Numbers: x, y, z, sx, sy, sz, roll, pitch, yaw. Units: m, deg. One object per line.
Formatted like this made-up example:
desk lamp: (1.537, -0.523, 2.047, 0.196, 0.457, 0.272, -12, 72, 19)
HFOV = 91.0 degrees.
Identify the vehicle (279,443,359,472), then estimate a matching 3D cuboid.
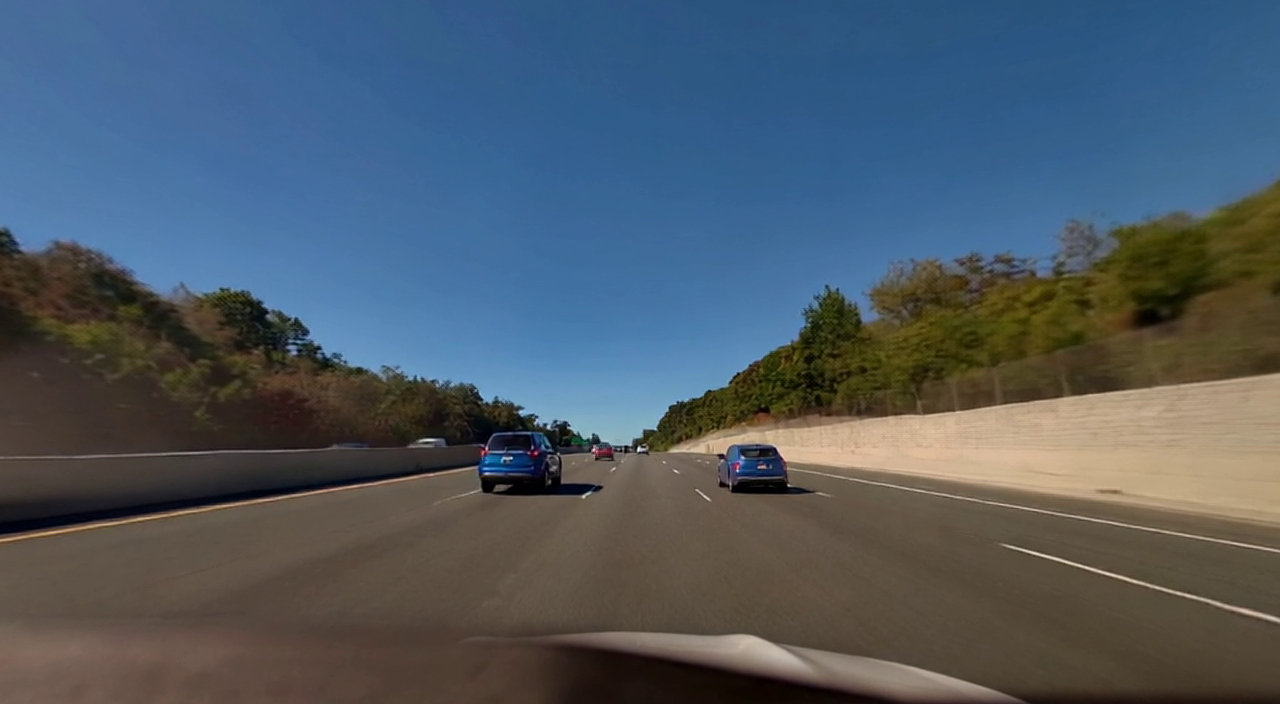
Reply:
vehicle: (-18.332, 6.035, 36.266, 1.981, 1.515, 4.797, 0, -8, 1)

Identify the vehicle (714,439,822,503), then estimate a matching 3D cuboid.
vehicle: (3.286, 3.117, 17.042, 1.979, 1.486, 4.125, 0, -8, -1)

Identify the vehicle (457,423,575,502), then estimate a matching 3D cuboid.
vehicle: (-3.036, 2.826, 16.503, 2.137, 1.756, 4.453, 0, -8, 1)
